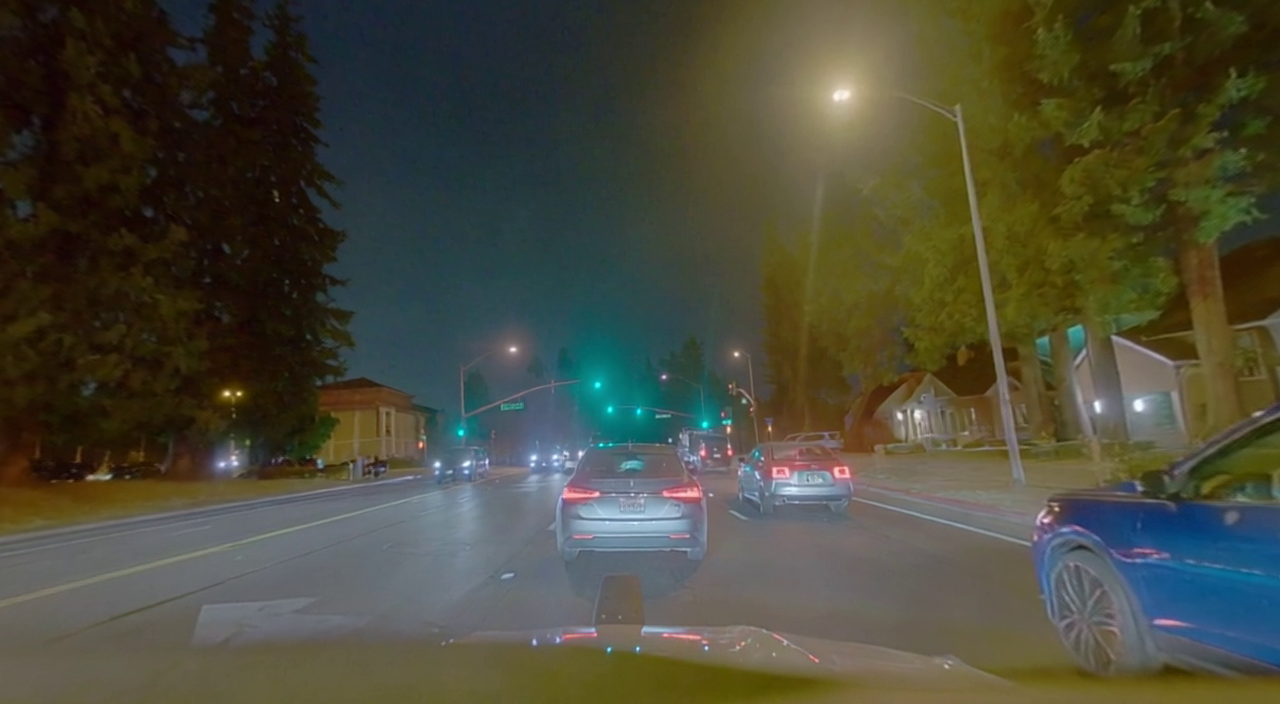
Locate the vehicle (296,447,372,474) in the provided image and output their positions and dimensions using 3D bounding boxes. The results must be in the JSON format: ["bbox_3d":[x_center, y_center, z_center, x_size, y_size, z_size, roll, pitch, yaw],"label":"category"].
[{"bbox_3d":[-19.855,7.054,41.148,3.957,1.630,1.881,0,-8,0],"label":"vehicle"}]

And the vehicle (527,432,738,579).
[{"bbox_3d":[-0.118,1.901,8.692,2.186,1.500,4.141,0,-8,-1],"label":"vehicle"}]

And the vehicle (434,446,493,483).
[{"bbox_3d":[-9.080,5.786,32.846,1.996,1.680,4.203,-2,-8,-2],"label":"vehicle"}]

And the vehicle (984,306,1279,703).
[{"bbox_3d":[3.378,0.675,2.054,2.006,1.766,4.345,0,-8,-1],"label":"vehicle"}]

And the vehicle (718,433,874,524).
[{"bbox_3d":[2.942,2.487,13.076,1.971,1.517,4.521,0,-8,-1],"label":"vehicle"}]
